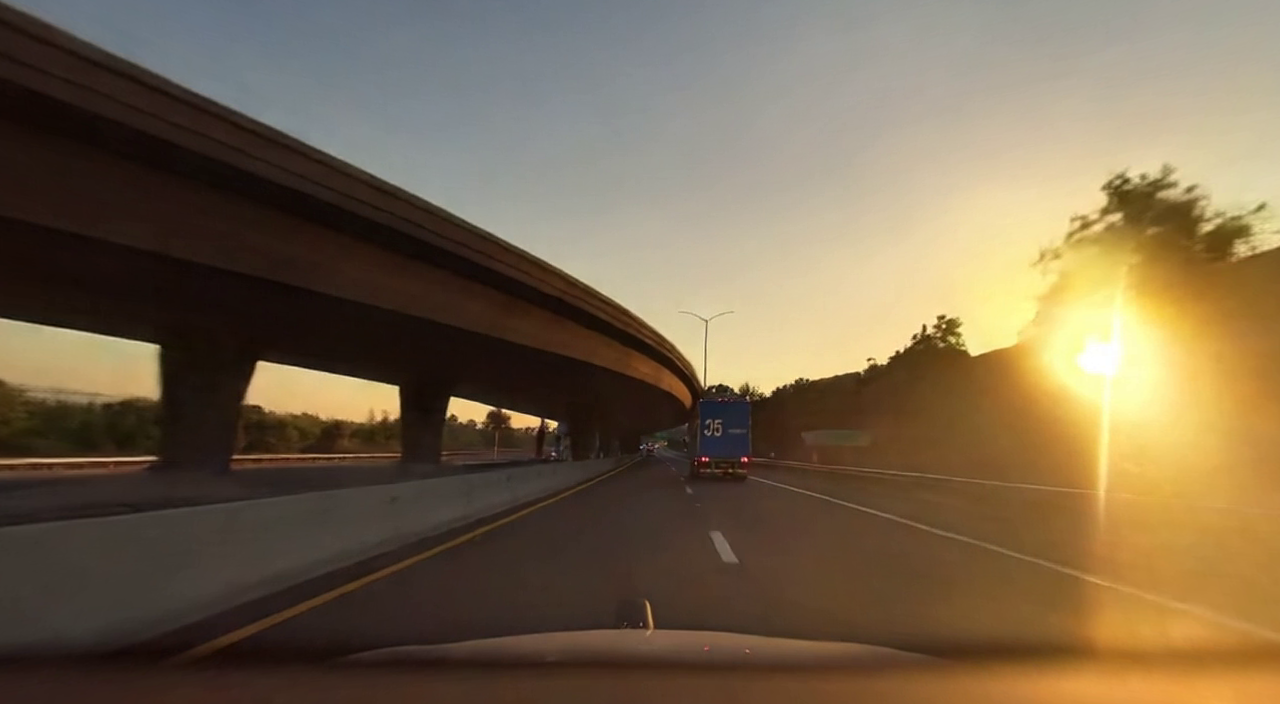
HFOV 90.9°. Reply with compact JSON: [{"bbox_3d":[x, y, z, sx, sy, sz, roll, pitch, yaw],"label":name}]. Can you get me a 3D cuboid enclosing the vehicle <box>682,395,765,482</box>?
[{"bbox_3d":[3.944,4.546,32.425,3.107,3.718,10.231,0,-9,1],"label":"vehicle"}]
